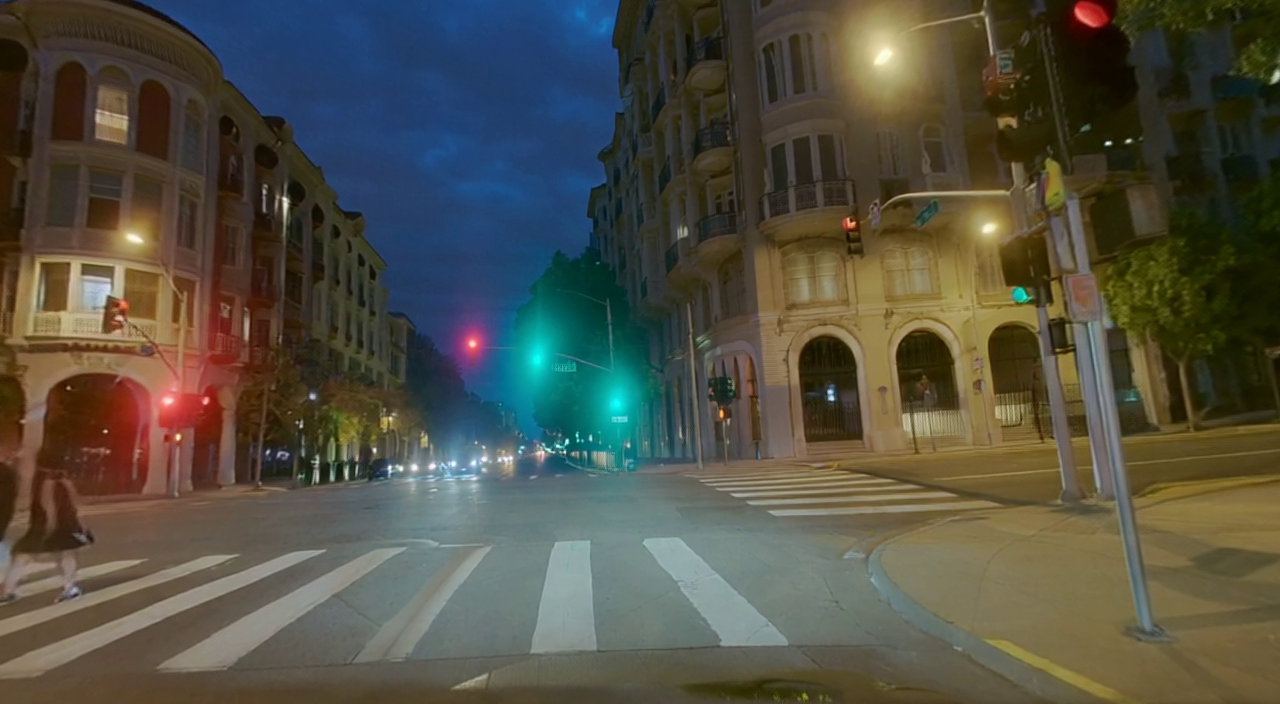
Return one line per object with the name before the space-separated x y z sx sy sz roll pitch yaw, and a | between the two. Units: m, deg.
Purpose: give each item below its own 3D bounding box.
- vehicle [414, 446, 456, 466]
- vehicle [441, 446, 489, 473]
vehicle | -16.028 8.105 49.275 2.028 1.479 4.427 5 -10 -32
vehicle | -10.464 6.471 38.159 2.196 1.503 4.371 1 -9 -8
